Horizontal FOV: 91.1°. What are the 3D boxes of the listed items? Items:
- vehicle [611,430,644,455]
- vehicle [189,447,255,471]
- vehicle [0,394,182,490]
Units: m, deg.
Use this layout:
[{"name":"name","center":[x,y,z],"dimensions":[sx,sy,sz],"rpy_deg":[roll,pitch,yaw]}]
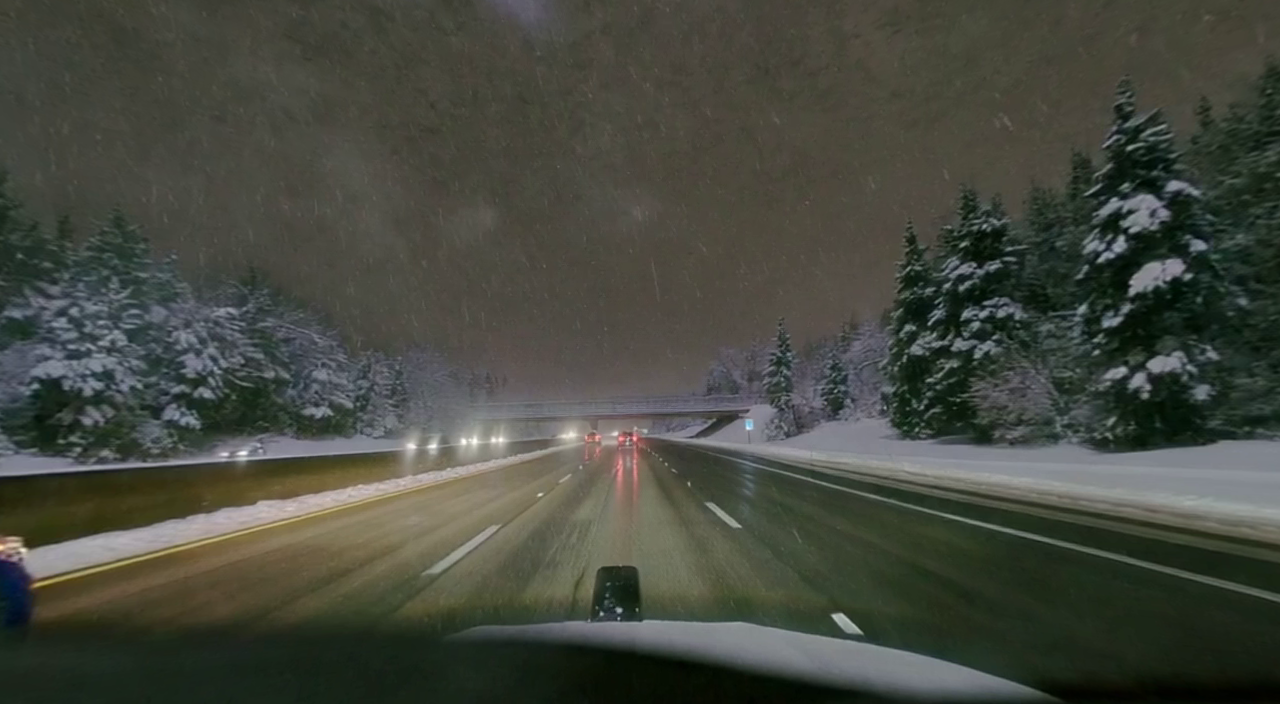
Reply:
[{"name":"vehicle","center":[-0.820,6.041,42.145],"dimensions":[2.116,1.625,4.004],"rpy_deg":[0,-8,-1]},{"name":"vehicle","center":[-28.893,7.397,43.561],"dimensions":[1.786,1.493,4.035],"rpy_deg":[0,-8,0]},{"name":"vehicle","center":[-28.755,4.214,29.657],"dimensions":[2.923,4.095,14.129],"rpy_deg":[0,-8,4]}]
